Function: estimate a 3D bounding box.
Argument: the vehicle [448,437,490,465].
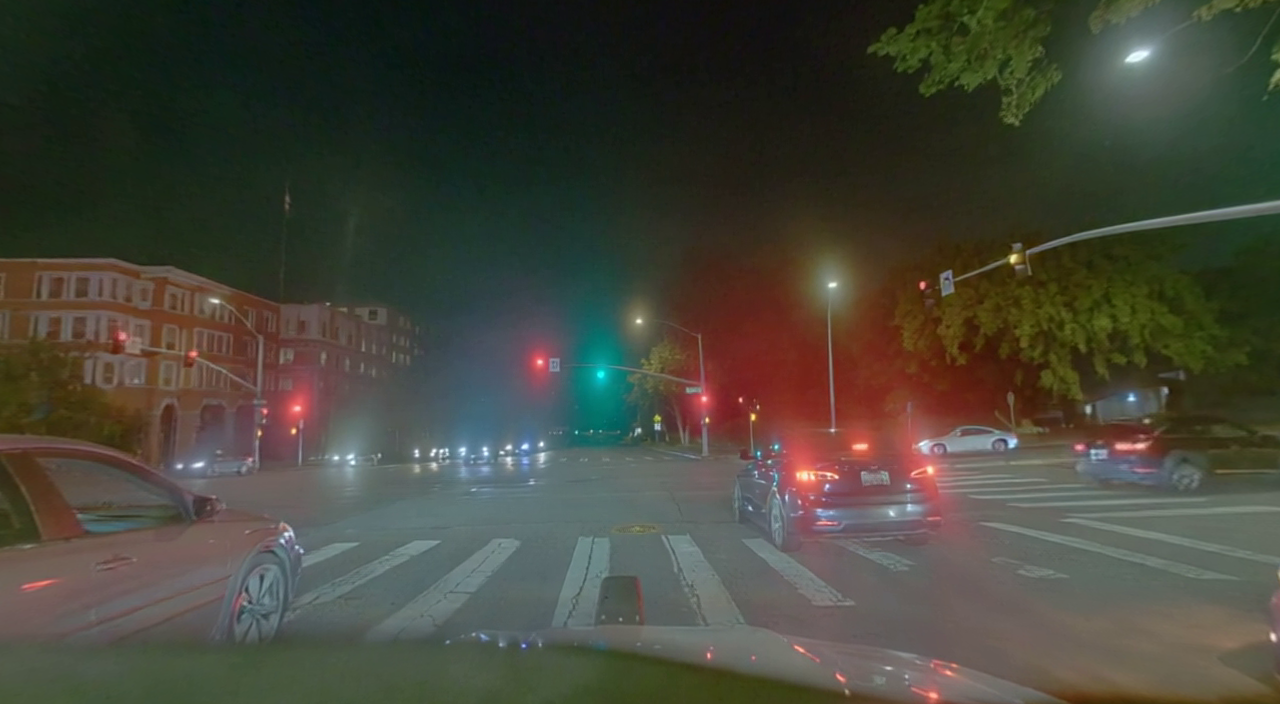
[{"bbox_3d":[-12.825,7.412,47.567,2.051,1.715,4.346,-2,-6,-2],"label":"vehicle"}]

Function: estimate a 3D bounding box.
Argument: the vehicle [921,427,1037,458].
[{"bbox_3d":[16.925,4.541,31.688,4.660,1.495,2.007,0,-8,-2],"label":"vehicle"}]

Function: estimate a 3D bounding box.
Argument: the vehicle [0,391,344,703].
[{"bbox_3d":[-3.063,0.891,2.152,1.919,1.478,4.720,0,-8,-1],"label":"vehicle"}]

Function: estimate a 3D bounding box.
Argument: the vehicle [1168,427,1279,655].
[{"bbox_3d":[4.937,0.989,2.559,1.949,1.449,4.530,-1,-8,5],"label":"vehicle"}]

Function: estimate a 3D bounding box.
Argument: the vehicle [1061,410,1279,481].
[{"bbox_3d":[15.281,2.682,18.139,4.778,1.871,2.109,-1,-8,3],"label":"vehicle"}]
